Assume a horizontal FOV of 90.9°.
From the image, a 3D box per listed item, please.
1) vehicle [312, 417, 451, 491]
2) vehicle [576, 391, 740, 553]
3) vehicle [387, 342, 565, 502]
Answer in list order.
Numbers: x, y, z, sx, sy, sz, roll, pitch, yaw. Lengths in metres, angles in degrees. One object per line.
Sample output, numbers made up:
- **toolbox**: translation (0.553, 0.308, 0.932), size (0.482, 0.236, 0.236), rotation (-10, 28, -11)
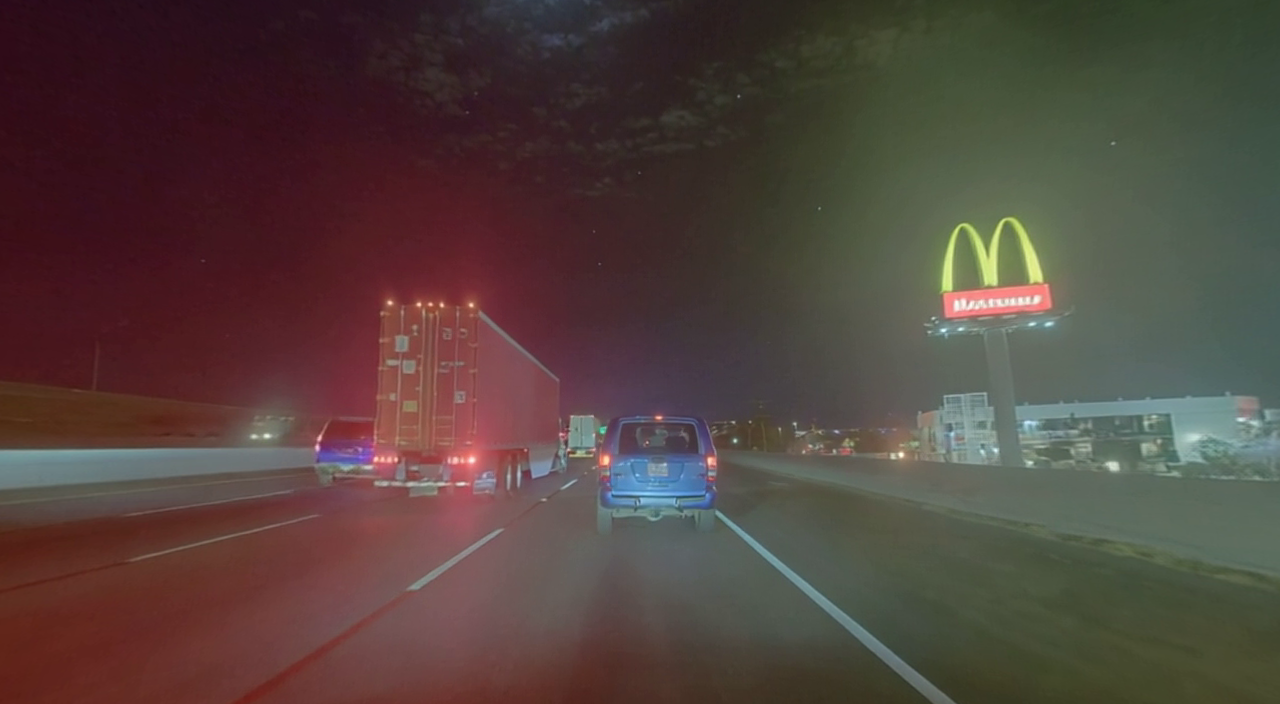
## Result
- **vehicle**: translation (-8.049, 3.257, 20.401), size (2.218, 2.047, 5.586), rotation (0, -9, -1)
- **vehicle**: translation (0.125, 1.727, 9.595), size (1.947, 1.910, 4.040), rotation (0, -9, -3)
- **vehicle**: translation (-4.076, 2.160, 18.127), size (2.814, 3.513, 8.529), rotation (0, -9, 0)
